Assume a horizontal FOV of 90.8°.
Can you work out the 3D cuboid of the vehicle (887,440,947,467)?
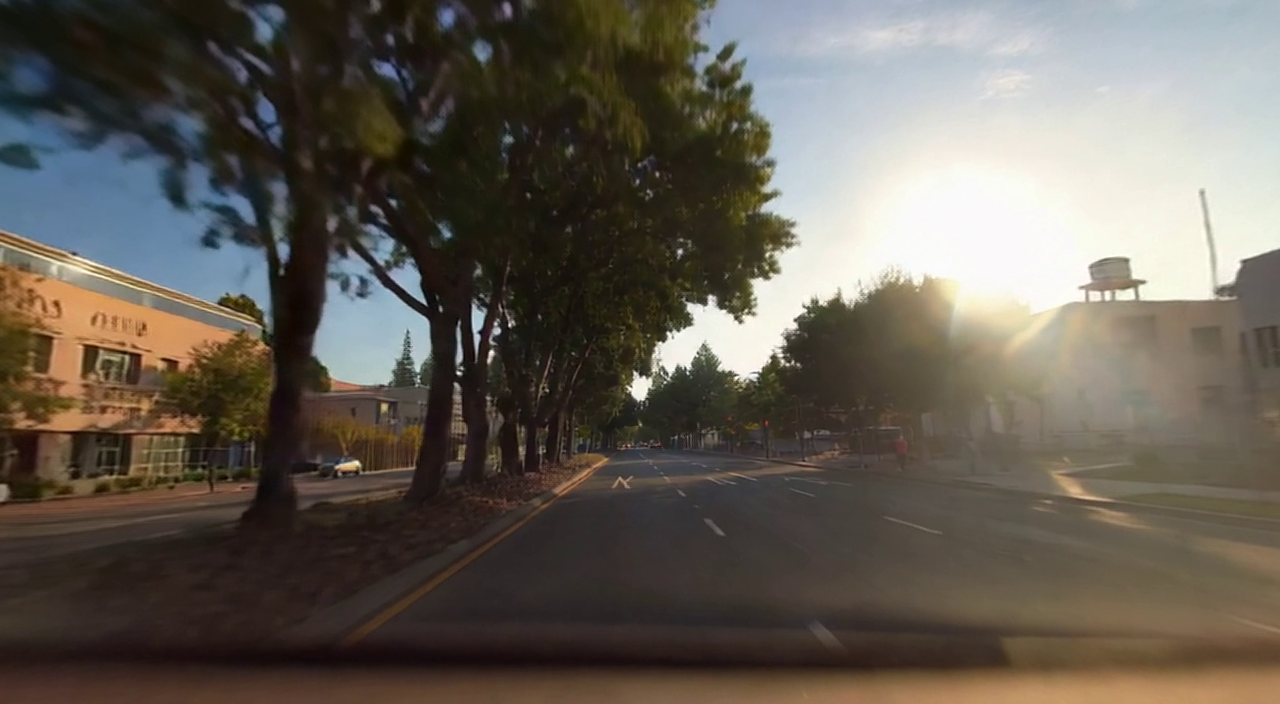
[{"bbox_3d":[16.330,5.927,37.117,1.930,1.449,4.473,-7,-11,40],"label":"vehicle"}]
